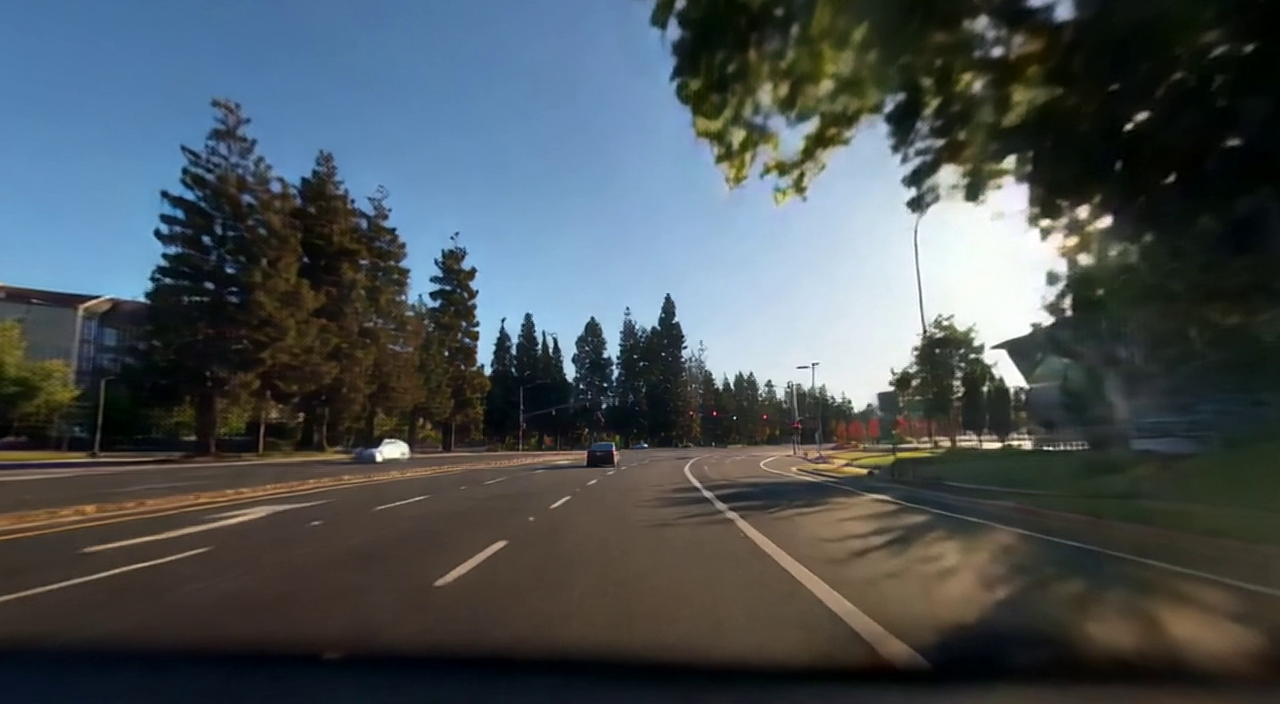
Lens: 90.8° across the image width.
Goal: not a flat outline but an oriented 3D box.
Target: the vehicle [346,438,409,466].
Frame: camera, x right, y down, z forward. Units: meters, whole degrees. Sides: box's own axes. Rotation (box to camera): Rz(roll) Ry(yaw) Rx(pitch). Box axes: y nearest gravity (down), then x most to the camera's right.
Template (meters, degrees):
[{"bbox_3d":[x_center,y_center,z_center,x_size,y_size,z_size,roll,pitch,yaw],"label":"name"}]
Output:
[{"bbox_3d":[-17.513,6.686,42.443,1.974,1.778,4.391,-1,-8,6],"label":"vehicle"}]
